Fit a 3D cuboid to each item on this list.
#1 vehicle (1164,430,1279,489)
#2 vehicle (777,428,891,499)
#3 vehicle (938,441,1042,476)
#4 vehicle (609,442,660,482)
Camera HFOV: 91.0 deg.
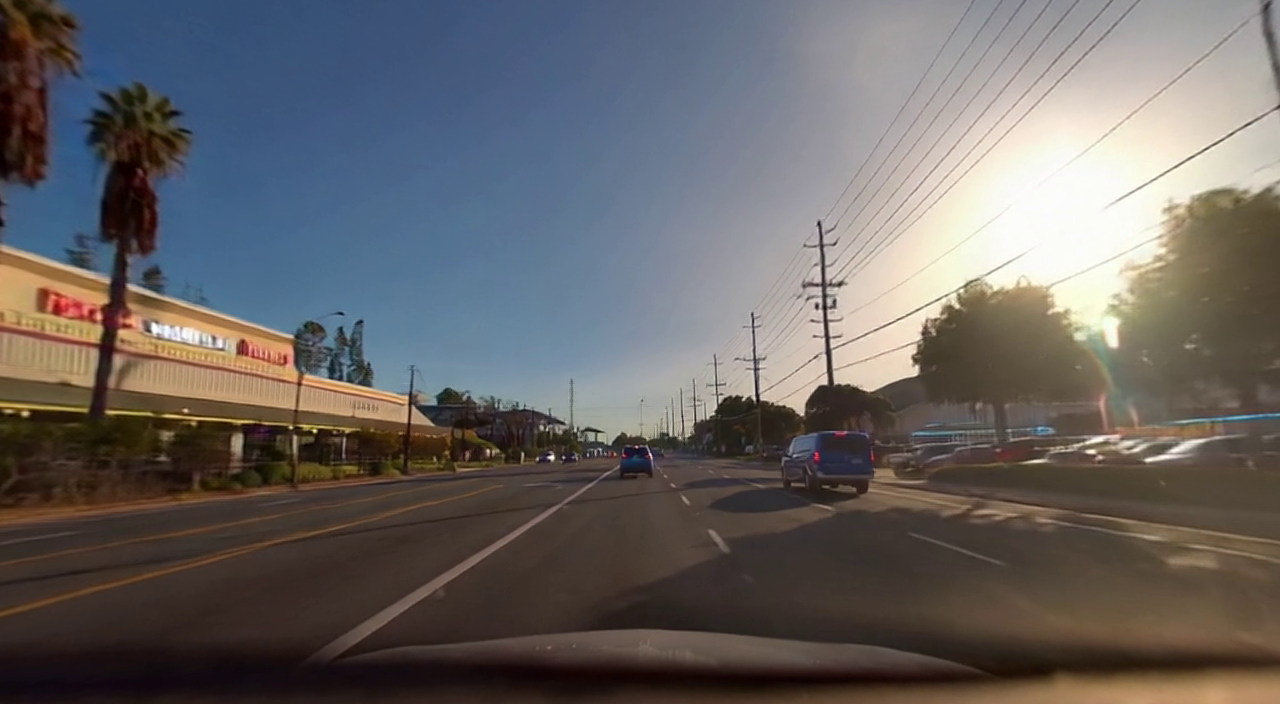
[{"bbox_3d":[18.115,3.060,18.091,4.075,1.575,2.171,-1,-9,1],"label":"vehicle"},{"bbox_3d":[5.868,3.427,19.691,2.107,1.928,4.471,0,-9,0],"label":"vehicle"},{"bbox_3d":[17.718,5.398,32.026,4.008,1.432,1.913,-4,-9,0],"label":"vehicle"},{"bbox_3d":[-0.242,4.957,28.673,2.138,1.672,4.168,0,-9,0],"label":"vehicle"}]
